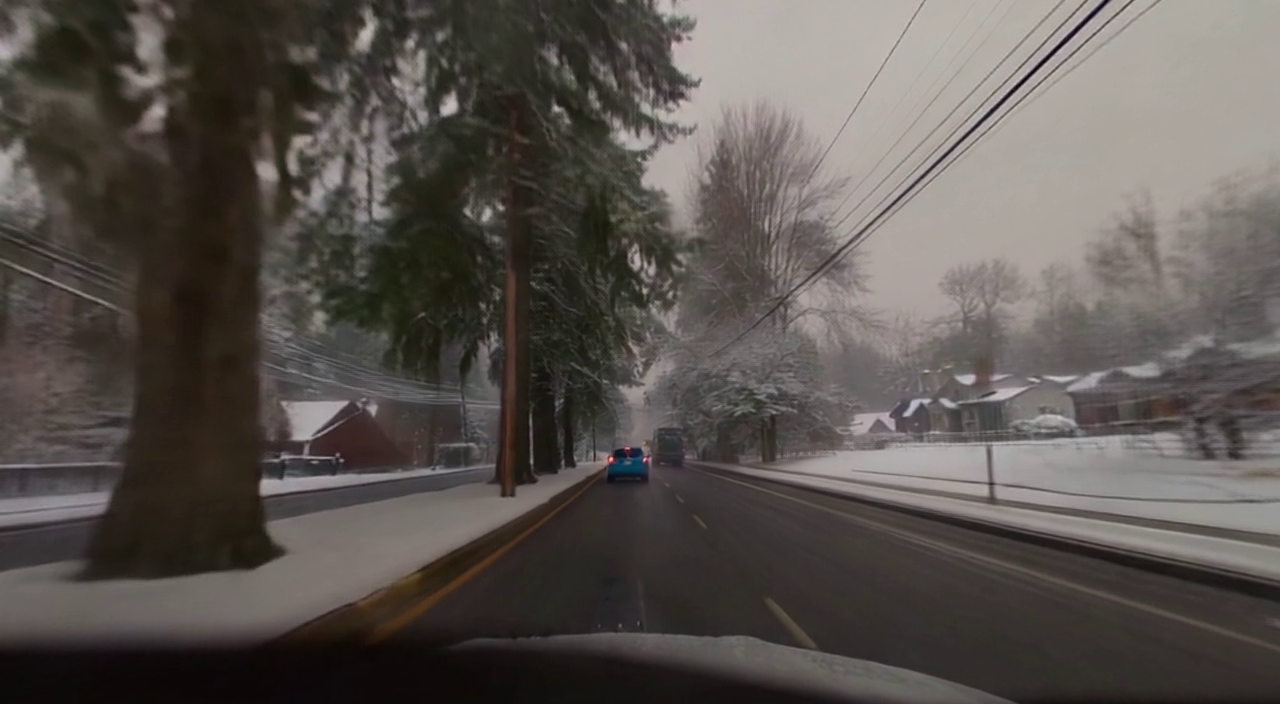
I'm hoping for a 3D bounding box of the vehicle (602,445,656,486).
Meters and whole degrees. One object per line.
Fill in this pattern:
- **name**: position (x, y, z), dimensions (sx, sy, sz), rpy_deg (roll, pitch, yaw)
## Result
- **vehicle**: position (-0.411, 4.592, 25.833), dimensions (2.018, 1.511, 3.993), rpy_deg (0, -9, 0)
